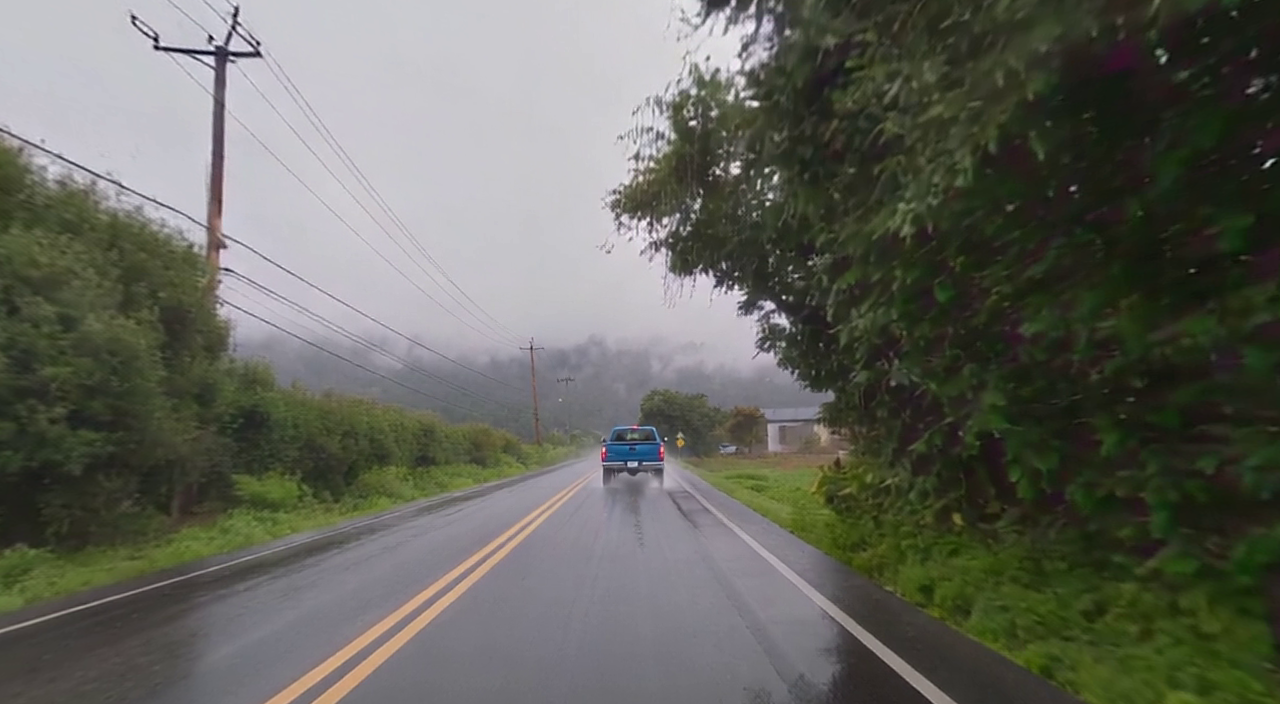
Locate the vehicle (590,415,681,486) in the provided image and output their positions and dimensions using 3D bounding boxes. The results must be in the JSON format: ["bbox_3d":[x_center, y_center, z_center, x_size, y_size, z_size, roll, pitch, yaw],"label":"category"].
[{"bbox_3d":[-0.231,3.810,24.719,3.021,2.326,7.410,0,-8,-1],"label":"vehicle"}]
